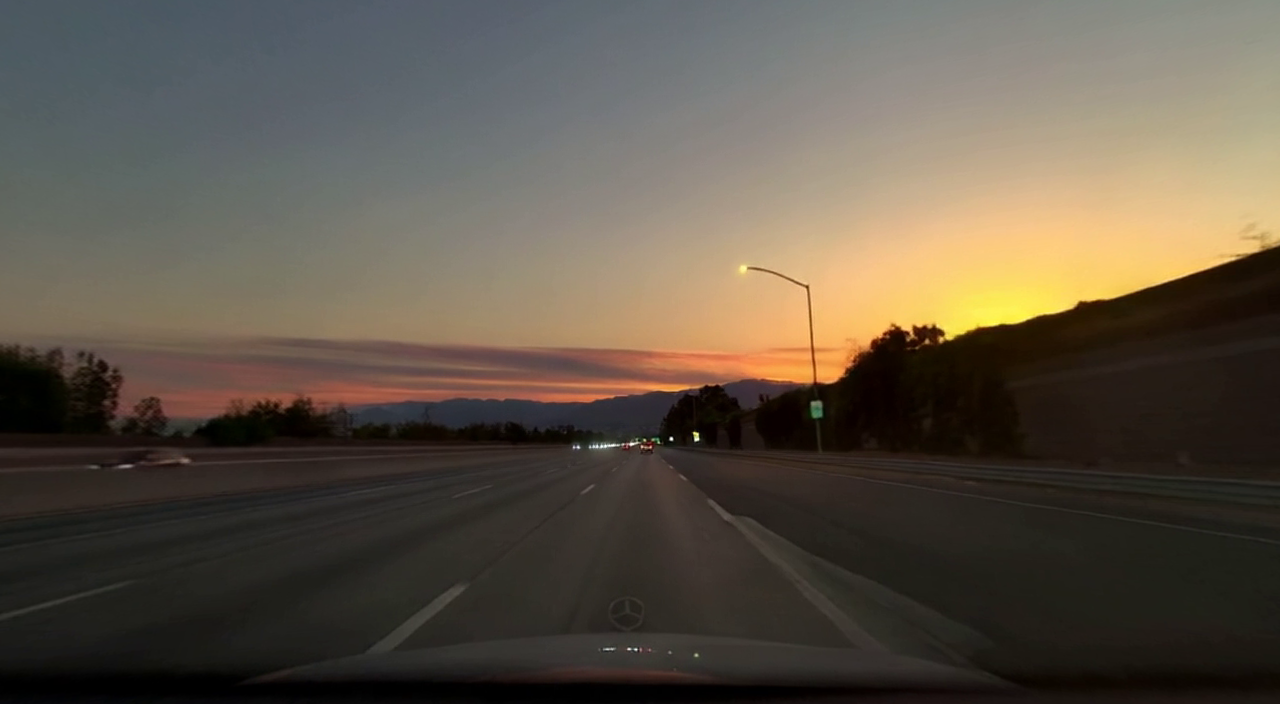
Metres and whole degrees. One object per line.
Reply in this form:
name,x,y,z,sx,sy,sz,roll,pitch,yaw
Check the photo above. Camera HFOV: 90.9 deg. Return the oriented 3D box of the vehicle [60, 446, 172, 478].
vehicle,-29.550,6.166,35.807,1.901,1.647,4.986,-1,-8,3
